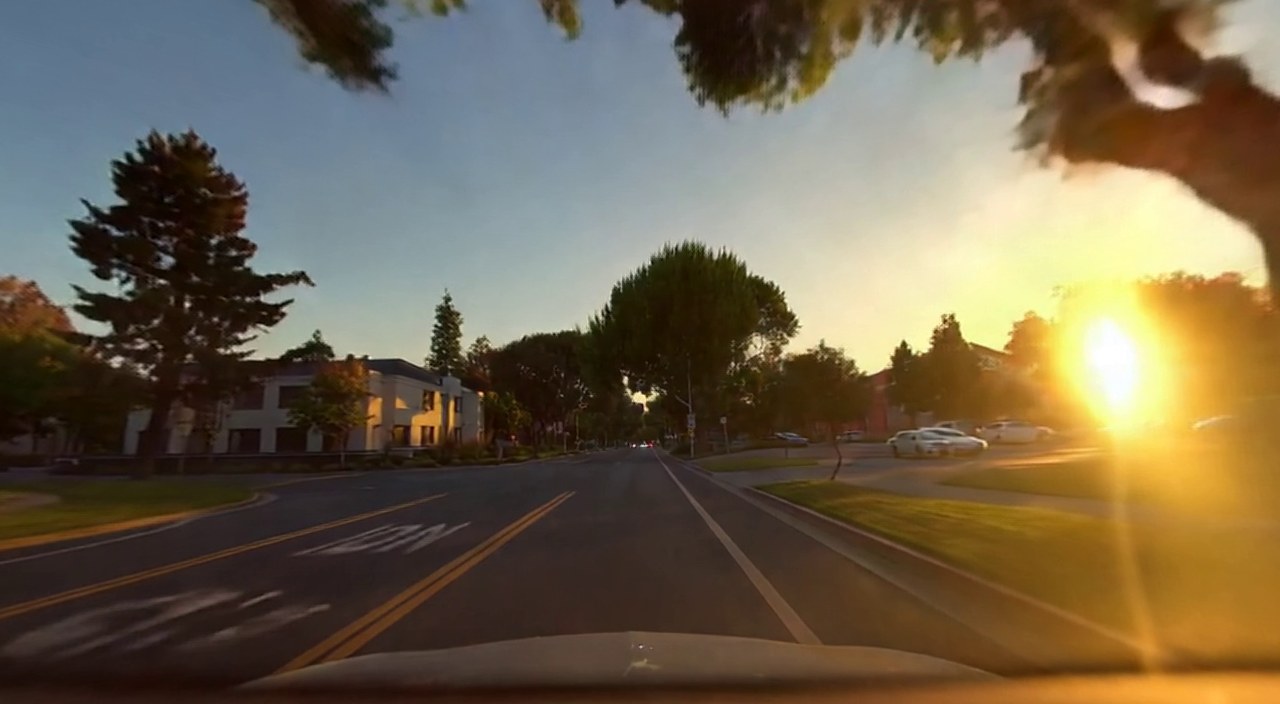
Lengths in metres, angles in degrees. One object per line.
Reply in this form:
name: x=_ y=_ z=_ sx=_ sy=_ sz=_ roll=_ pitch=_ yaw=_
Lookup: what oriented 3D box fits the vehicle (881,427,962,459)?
vehicle: x=13.722 y=4.479 z=31.051 sx=1.927 sy=1.464 sz=4.644 roll=0 pitch=-8 yaw=1
